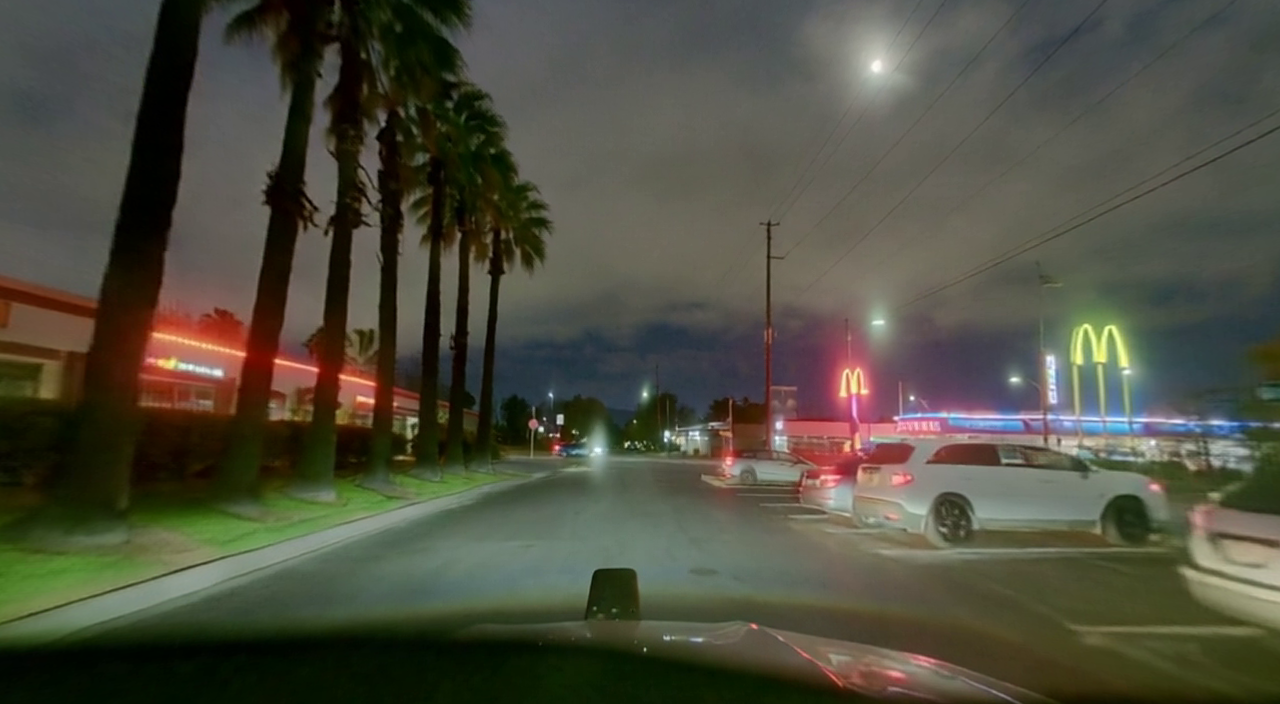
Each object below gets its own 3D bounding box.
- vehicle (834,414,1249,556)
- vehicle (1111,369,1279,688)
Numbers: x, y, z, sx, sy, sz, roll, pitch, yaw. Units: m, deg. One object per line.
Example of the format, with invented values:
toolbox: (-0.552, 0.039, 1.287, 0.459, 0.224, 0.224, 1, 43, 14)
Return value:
vehicle: (5.559, 1.872, 9.250, 4.743, 1.800, 1.952, 1, -9, -3)
vehicle: (5.735, 1.089, 3.776, 4.237, 1.771, 1.995, 2, -10, -2)
